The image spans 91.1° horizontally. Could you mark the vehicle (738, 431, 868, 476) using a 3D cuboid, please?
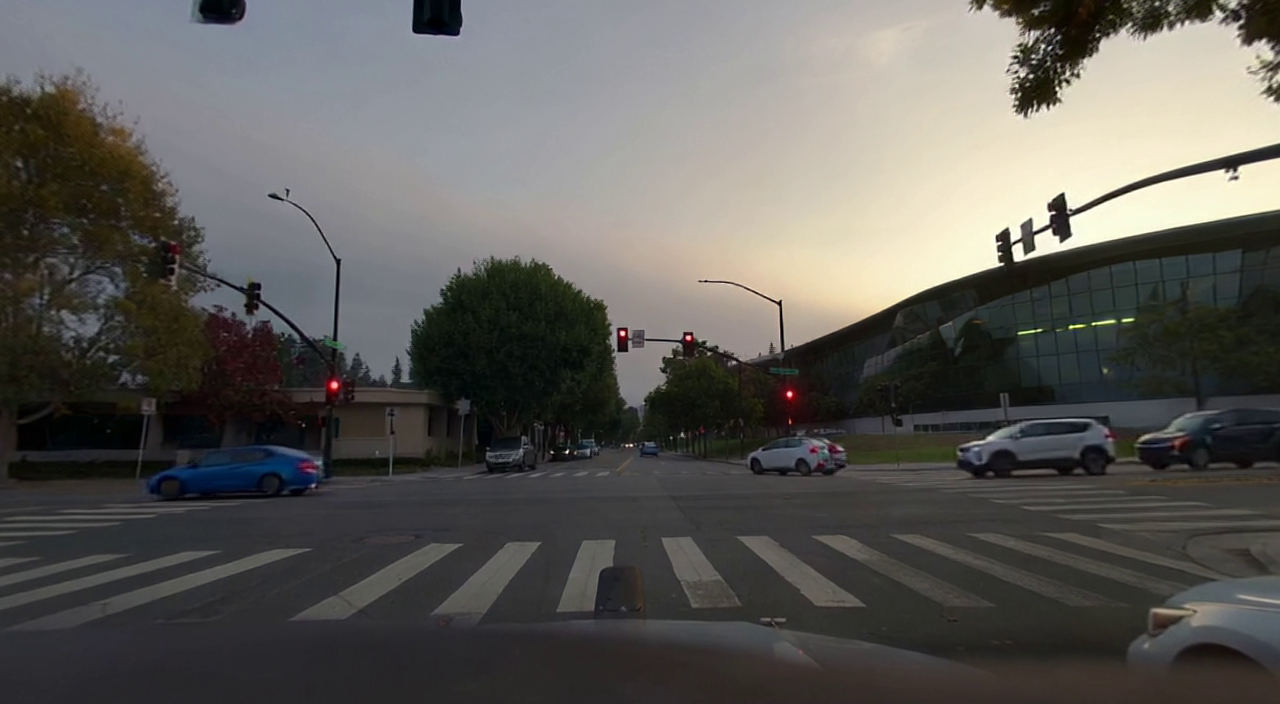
[{"bbox_3d":[6.461,4.031,25.189,4.551,1.625,2.053,-7,-11,40],"label":"vehicle"}]

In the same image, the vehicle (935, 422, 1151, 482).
[{"bbox_3d":[10.610,2.653,16.783,4.464,1.472,1.867,0,-8,0],"label":"vehicle"}]

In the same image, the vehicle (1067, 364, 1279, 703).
[{"bbox_3d":[2.884,0.675,0.836,1.947,1.576,3.825,0,-8,1],"label":"vehicle"}]

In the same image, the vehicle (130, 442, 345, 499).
[{"bbox_3d":[-10.959,3.231,17.362,4.613,1.443,1.883,0,-8,-1],"label":"vehicle"}]

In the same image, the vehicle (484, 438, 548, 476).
[{"bbox_3d":[-5.951,5.087,30.661,2.115,1.690,4.322,0,-8,1],"label":"vehicle"}]
